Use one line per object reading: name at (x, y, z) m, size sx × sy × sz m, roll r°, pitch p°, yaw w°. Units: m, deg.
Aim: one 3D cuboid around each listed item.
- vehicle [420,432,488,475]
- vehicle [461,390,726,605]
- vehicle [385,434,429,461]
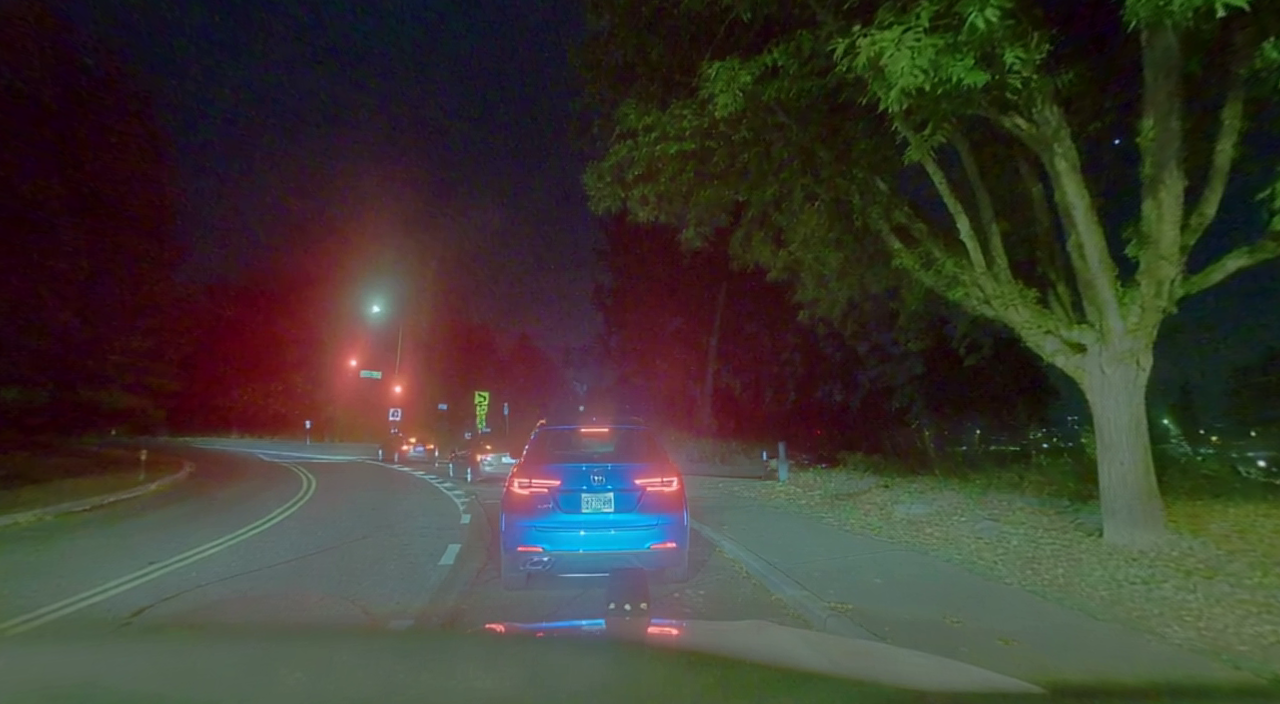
vehicle at (-7.296, 3.921, 24.492) m, size 1.902 × 1.536 × 3.662 m, roll 4°, pitch -9°, yaw -25°
vehicle at (-0.681, 1.453, 7.195) m, size 2.134 × 1.671 × 4.147 m, roll 1°, pitch -8°, yaw -10°
vehicle at (-13.738, 5.588, 36.902) m, size 1.863 × 1.488 × 4.426 m, roll 4°, pitch -9°, yaw -26°
